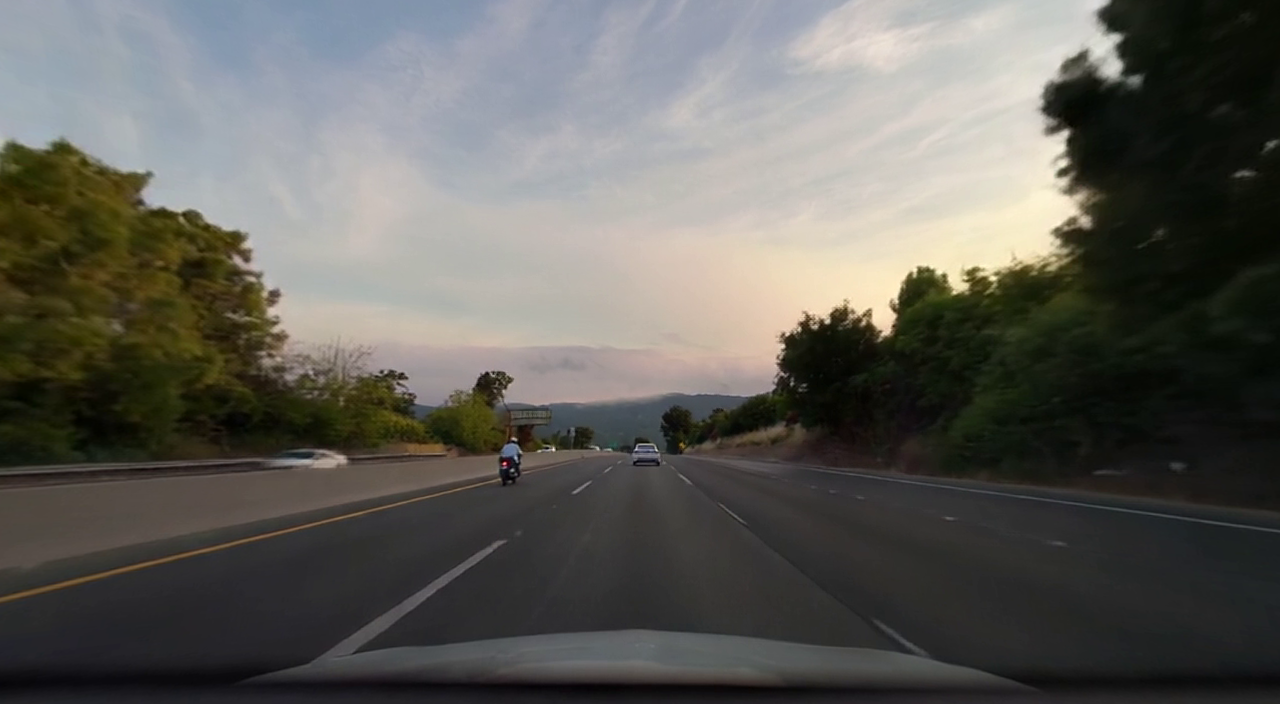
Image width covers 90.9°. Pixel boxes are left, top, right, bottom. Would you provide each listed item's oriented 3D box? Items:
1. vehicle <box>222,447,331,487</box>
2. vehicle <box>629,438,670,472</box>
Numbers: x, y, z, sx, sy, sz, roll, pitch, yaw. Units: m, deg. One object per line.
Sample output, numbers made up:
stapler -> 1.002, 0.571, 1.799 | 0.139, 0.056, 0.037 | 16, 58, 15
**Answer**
vehicle -> -15.246, 4.829, 26.798 | 1.903, 1.493, 4.589 | 0, -9, 0
vehicle -> 0.546, 6.017, 36.914 | 2.247, 1.825, 4.036 | 0, -9, 1
